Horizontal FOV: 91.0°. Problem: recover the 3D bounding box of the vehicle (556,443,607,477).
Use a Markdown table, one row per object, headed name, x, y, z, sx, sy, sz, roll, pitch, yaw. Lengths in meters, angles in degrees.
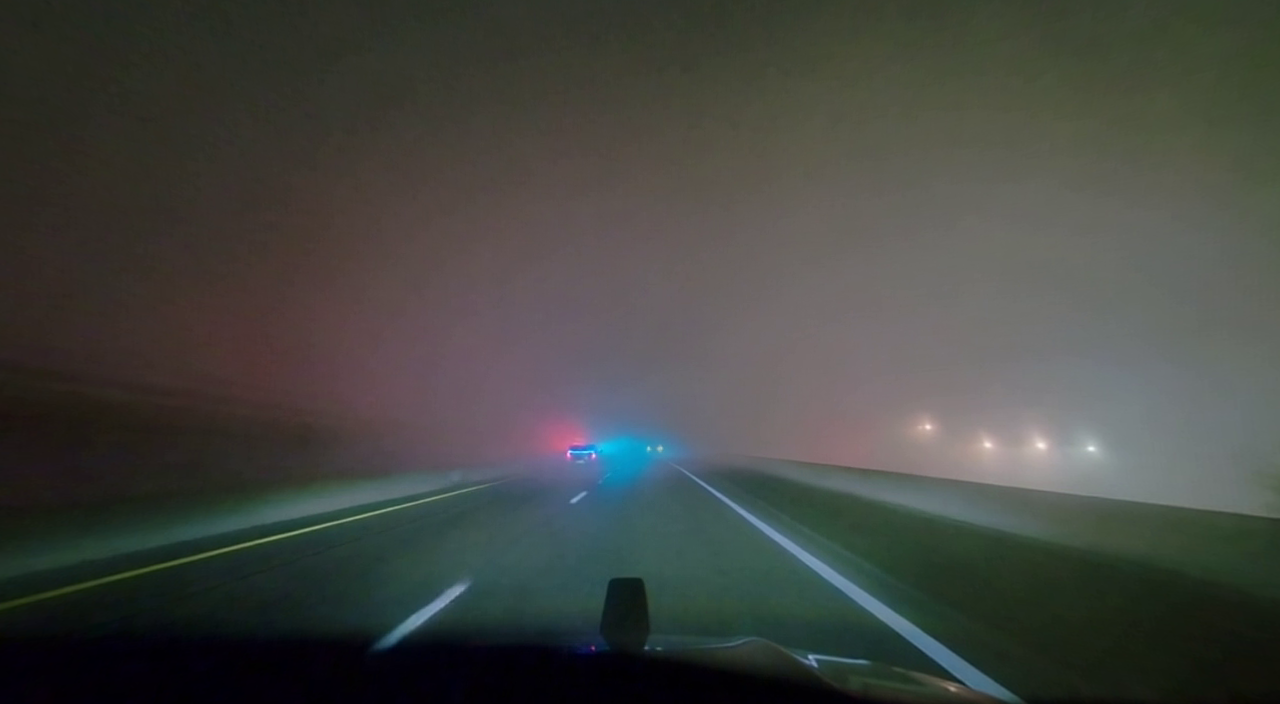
| name | x | y | z | sx | sy | sz | roll | pitch | yaw |
| --- | --- | --- | --- | --- | --- | --- | --- | --- | --- |
| vehicle | -2.785 | 5.267 | 30.887 | 2.050 | 1.530 | 4.144 | 0 | -8 | 0 |
